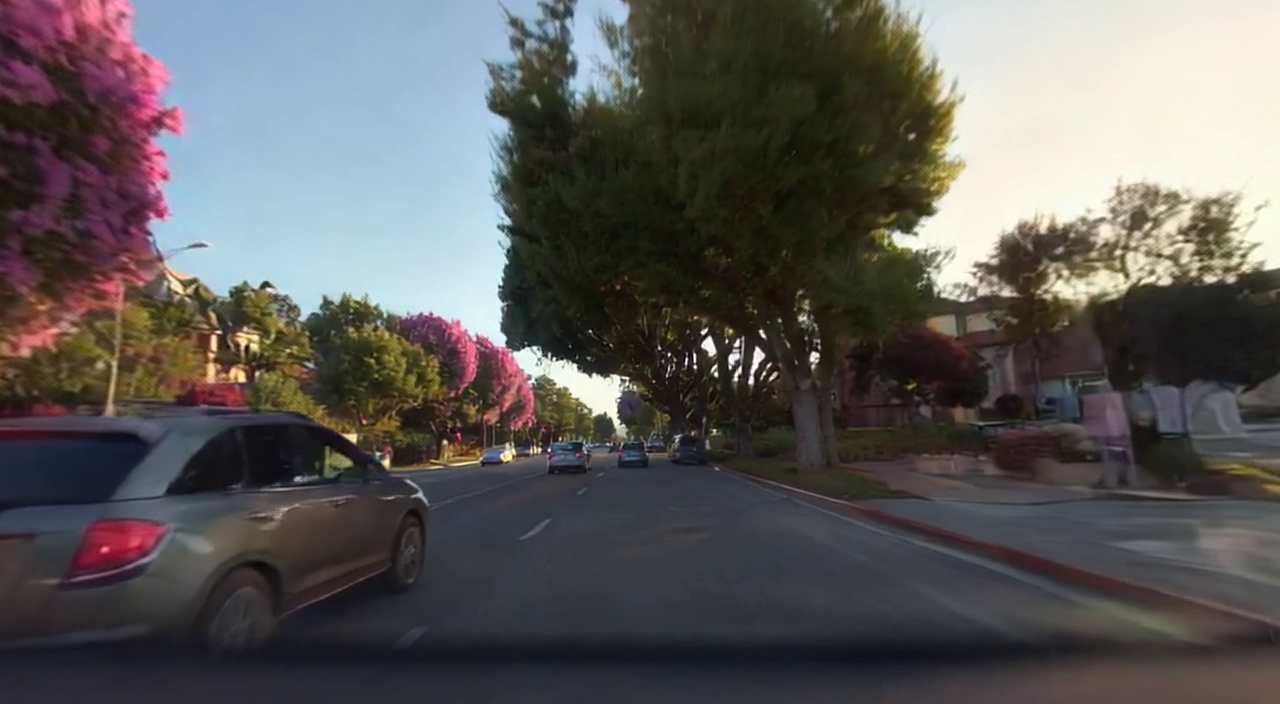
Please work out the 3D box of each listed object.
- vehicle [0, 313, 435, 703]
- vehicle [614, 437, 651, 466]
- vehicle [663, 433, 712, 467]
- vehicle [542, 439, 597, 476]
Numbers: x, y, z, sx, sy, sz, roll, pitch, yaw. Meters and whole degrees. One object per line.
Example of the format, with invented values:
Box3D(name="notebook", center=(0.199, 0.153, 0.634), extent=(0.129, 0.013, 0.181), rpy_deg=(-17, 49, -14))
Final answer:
Box3D(name="vehicle", center=(-3.216, 1.031, 3.853), extent=(2.257, 1.751, 5.028), rpy_deg=(0, -9, 0))
Box3D(name="vehicle", center=(-0.513, 6.631, 42.096), extent=(2.376, 1.801, 4.317), rpy_deg=(0, -9, -1))
Box3D(name="vehicle", center=(3.007, 6.350, 41.092), extent=(2.653, 2.058, 5.096), rpy_deg=(0, -9, -1))
Box3D(name="vehicle", center=(-3.266, 5.035, 30.273), extent=(2.167, 1.634, 4.220), rpy_deg=(0, -9, 0))
